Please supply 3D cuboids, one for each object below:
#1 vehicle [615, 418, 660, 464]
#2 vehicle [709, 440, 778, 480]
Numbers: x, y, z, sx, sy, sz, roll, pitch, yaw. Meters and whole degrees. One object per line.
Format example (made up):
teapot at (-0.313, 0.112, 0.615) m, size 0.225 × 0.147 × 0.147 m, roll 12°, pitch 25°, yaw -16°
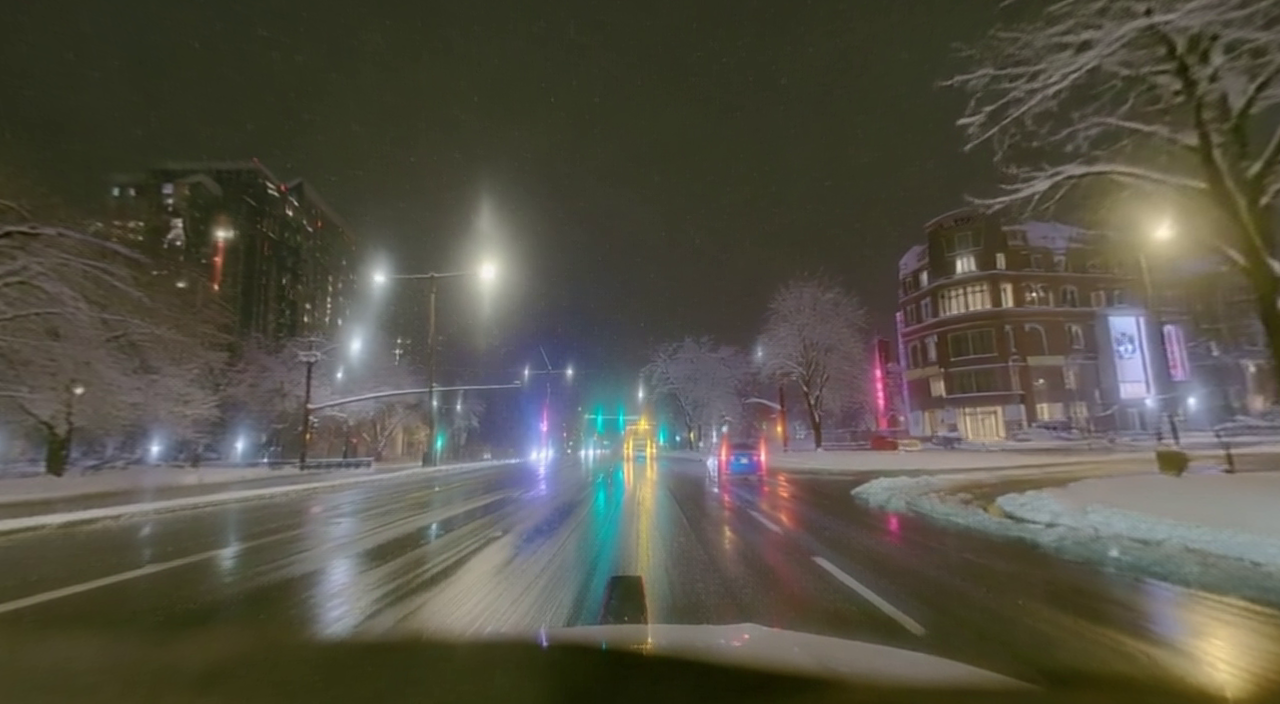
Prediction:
vehicle at (-0.134, 6.143, 43.401) m, size 2.833 × 2.879 × 6.572 m, roll 0°, pitch -8°, yaw 0°
vehicle at (4.122, 4.385, 25.933) m, size 2.005 × 1.442 × 4.675 m, roll 0°, pitch -8°, yaw -1°
